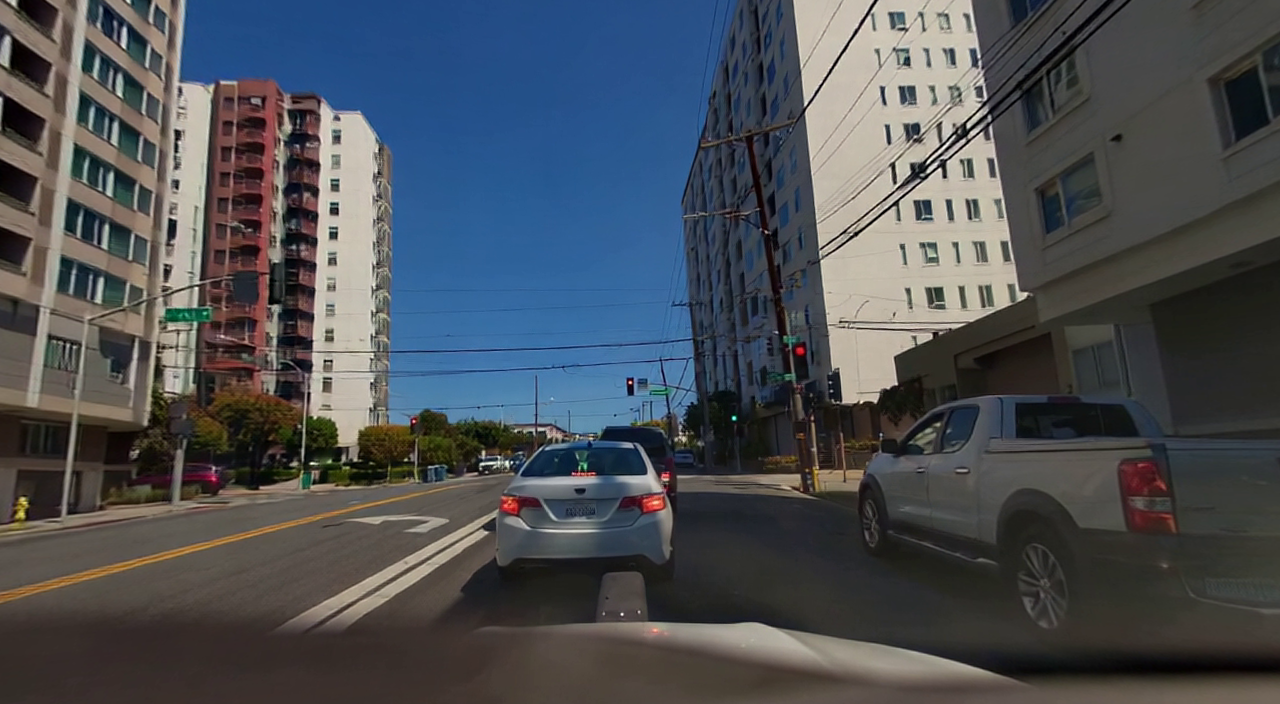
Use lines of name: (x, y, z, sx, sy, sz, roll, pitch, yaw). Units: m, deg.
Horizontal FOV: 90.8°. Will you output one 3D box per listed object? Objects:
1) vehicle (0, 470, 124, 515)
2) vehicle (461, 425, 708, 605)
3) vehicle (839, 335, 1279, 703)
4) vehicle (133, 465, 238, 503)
vehicle: (-24.765, 6.000, 27.002, 3.891, 1.538, 1.698, -5, -11, 0)
vehicle: (-0.479, 1.649, 7.314, 2.019, 1.453, 4.129, 0, -8, -1)
vehicle: (3.826, 1.235, 5.914, 2.248, 1.945, 5.011, 0, -8, 0)
vehicle: (-25.350, 7.378, 35.351, 4.337, 1.739, 1.981, -5, -11, 1)
